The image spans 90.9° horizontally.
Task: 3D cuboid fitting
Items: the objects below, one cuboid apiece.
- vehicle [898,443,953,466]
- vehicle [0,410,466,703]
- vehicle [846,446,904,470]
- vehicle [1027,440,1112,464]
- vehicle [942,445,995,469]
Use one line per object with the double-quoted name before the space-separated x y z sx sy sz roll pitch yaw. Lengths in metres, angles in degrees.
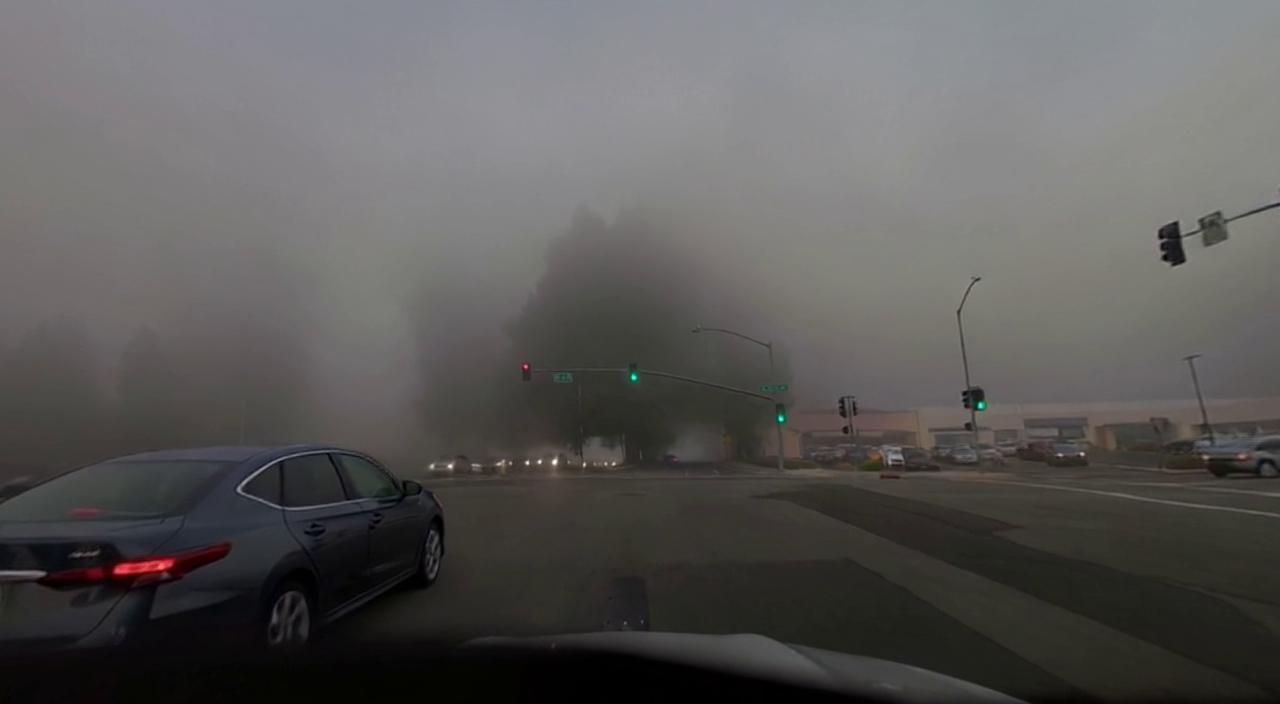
"vehicle" 19.111 6.822 42.138 1.945 1.434 4.293 -8 -11 43
"vehicle" -2.868 1.268 4.310 1.924 1.482 4.734 0 -8 1
"vehicle" 16.713 7.462 44.629 2.060 1.445 4.712 -9 -10 43
"vehicle" 29.649 6.881 43.554 4.678 1.558 1.883 1 -8 -7
"vehicle" 21.165 6.693 40.510 1.930 1.410 4.313 -8 -11 41
